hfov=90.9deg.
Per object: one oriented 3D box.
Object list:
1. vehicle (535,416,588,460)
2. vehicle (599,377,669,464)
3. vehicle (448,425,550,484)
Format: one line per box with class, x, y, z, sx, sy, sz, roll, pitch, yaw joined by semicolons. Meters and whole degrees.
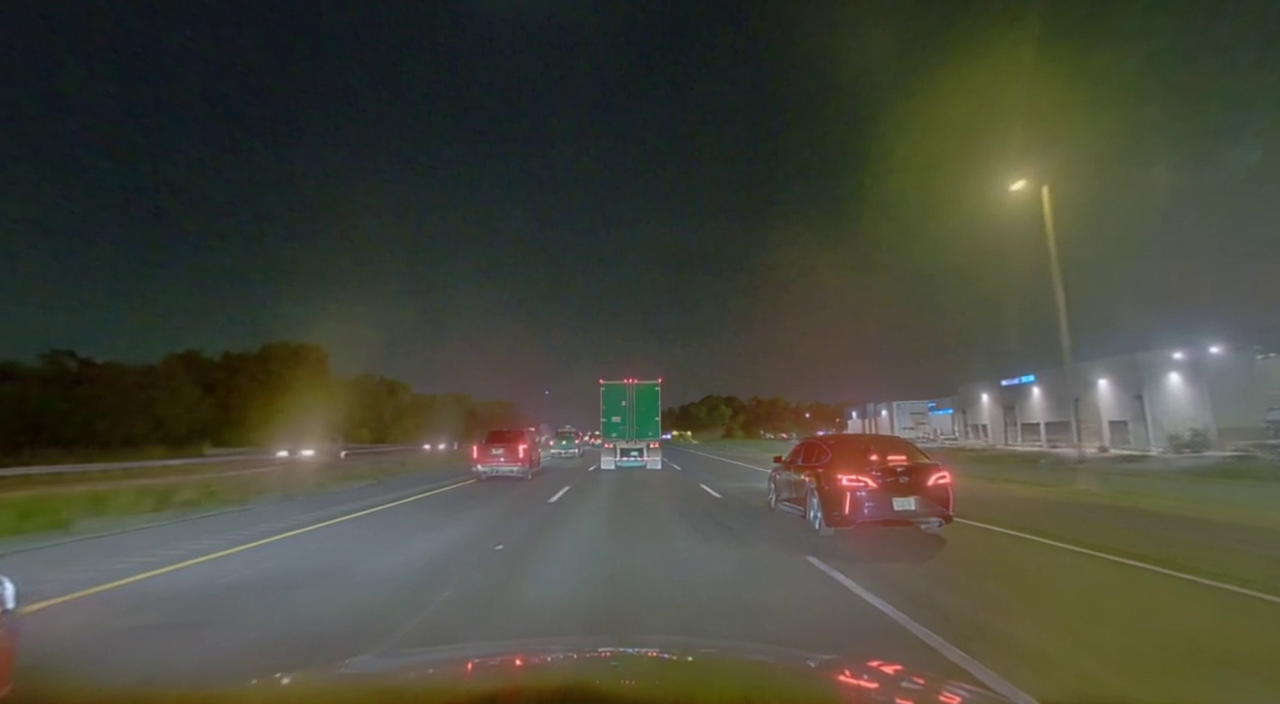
vehicle;-5.191;5.807;42.749;2.717;2.714;6.997;0;-8;-1
vehicle;-0.389;3.899;34.659;3.259;4.066;9.891;0;-8;-1
vehicle;-4.266;3.187;20.027;2.005;1.602;5.131;0;-8;1
